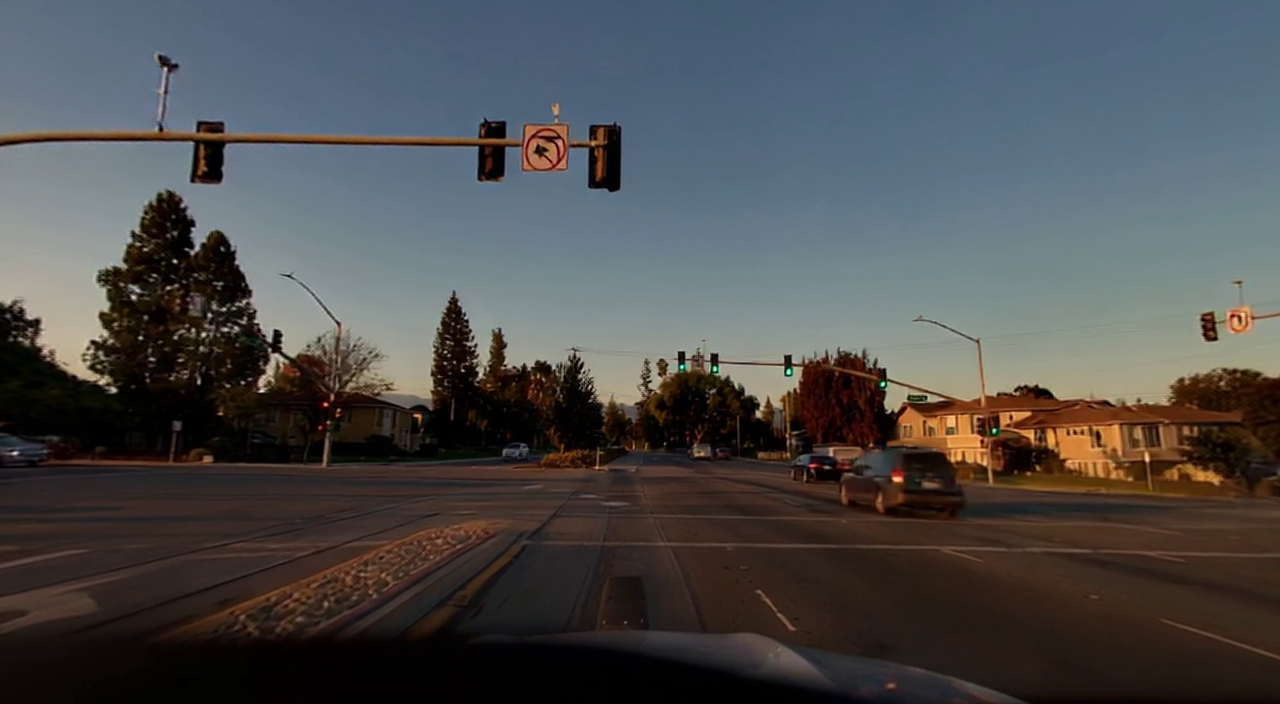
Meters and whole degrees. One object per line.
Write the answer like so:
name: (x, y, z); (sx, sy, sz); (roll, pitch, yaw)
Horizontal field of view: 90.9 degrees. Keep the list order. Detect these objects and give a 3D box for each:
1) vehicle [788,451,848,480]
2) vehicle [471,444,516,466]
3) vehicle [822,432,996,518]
vehicle: (9.847, 6.292, 35.239); (1.947, 1.481, 4.745); (0, -9, 0)
vehicle: (-10.526, 7.415, 45.582); (2.039, 1.519, 4.356); (-1, -9, 2)
vehicle: (6.504, 3.019, 16.026); (2.239, 1.812, 4.812); (0, -9, 0)
